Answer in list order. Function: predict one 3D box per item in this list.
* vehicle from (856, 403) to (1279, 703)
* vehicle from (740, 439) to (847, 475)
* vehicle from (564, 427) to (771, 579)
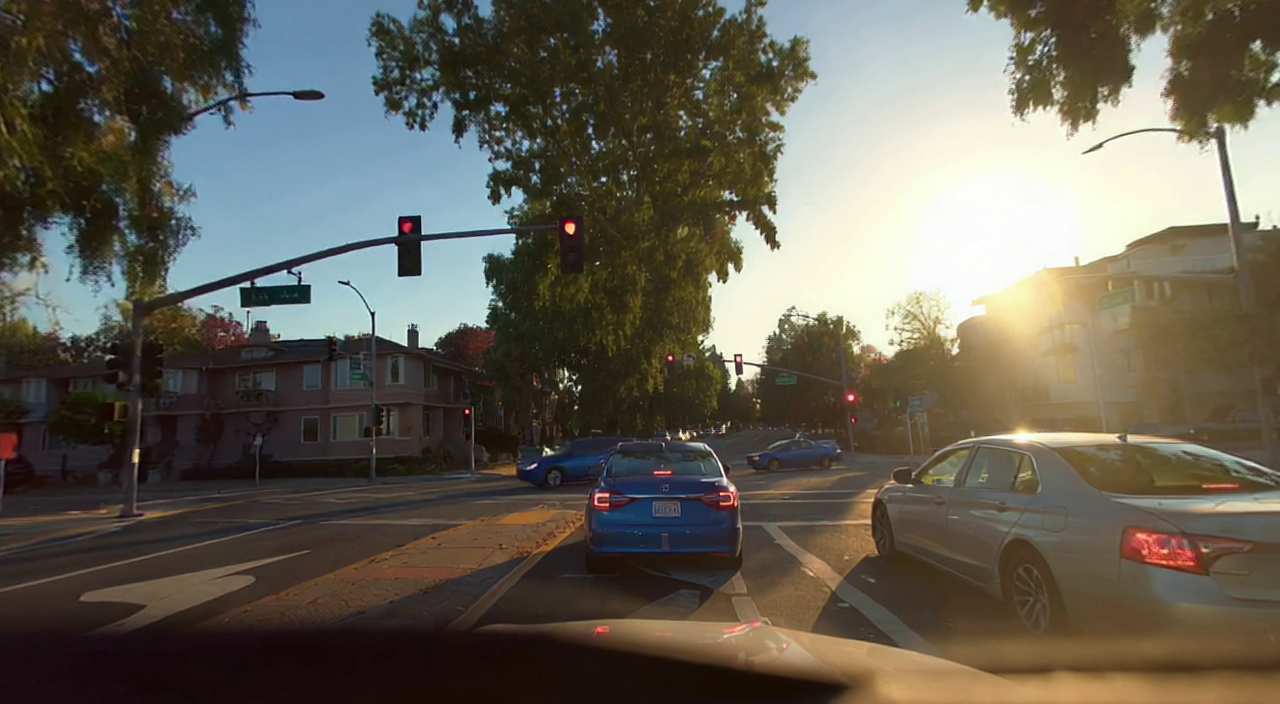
[{"bbox_3d":[3.654,1.342,5.432,1.888,1.486,4.681,0,-9,0],"label":"vehicle"},{"bbox_3d":[6.859,4.667,28.331,4.229,1.490,1.854,2,-9,-17],"label":"vehicle"},{"bbox_3d":[0.309,1.818,8.329,2.090,1.505,3.756,-1,-9,1],"label":"vehicle"}]
